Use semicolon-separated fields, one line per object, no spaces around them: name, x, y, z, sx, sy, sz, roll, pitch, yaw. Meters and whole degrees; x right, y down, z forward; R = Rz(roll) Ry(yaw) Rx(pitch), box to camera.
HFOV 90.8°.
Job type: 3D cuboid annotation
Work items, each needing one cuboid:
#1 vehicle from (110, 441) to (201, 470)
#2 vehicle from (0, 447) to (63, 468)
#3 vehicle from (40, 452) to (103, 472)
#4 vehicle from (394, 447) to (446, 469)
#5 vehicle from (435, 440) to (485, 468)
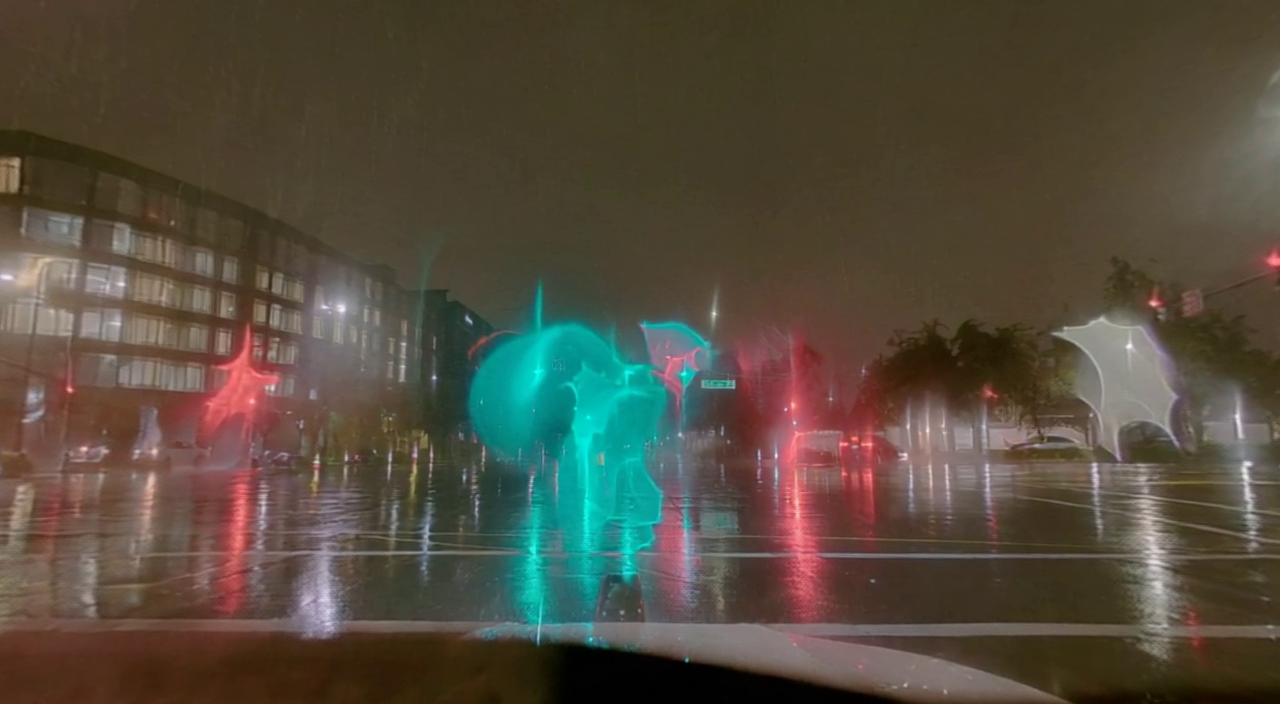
vehicle;-34.916;7.420;45.735;2.204;1.955;5.518;0;-8;0
vehicle;-45.268;7.760;46.591;1.858;1.467;3.624;0;-8;0
vehicle;-41.590;8.029;46.290;1.552;1.339;3.340;-2;-9;-1
vehicle;-15.515;7.446;44.788;2.056;1.450;4.343;0;-8;0
vehicle;-11.966;6.802;42.314;2.080;1.763;4.341;0;-8;0
